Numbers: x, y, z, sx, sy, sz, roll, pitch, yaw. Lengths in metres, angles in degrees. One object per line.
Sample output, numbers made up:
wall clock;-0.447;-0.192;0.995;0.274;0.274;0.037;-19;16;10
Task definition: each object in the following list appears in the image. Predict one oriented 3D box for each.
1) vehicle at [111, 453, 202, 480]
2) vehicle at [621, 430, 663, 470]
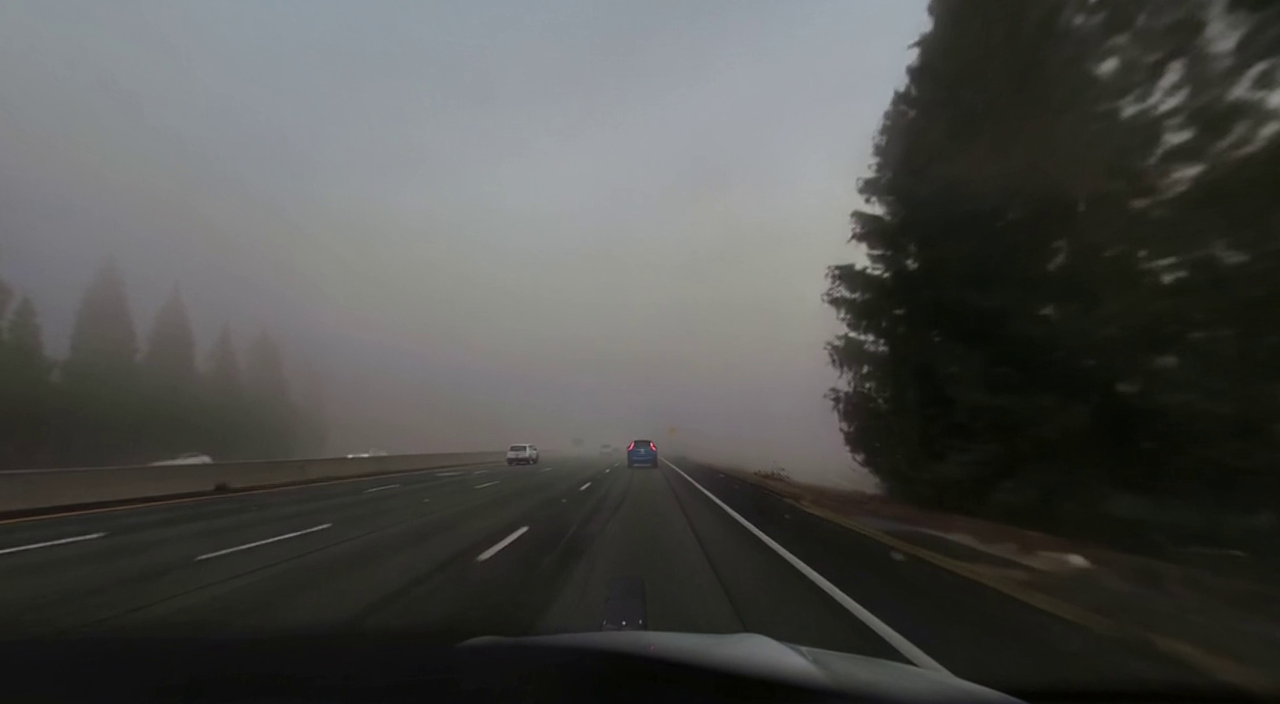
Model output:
vehicle;-30.864;7.321;40.466;2.126;1.550;4.671;0;-8;1
vehicle;0.112;5.753;37.122;2.318;2.145;4.561;0;-8;0
